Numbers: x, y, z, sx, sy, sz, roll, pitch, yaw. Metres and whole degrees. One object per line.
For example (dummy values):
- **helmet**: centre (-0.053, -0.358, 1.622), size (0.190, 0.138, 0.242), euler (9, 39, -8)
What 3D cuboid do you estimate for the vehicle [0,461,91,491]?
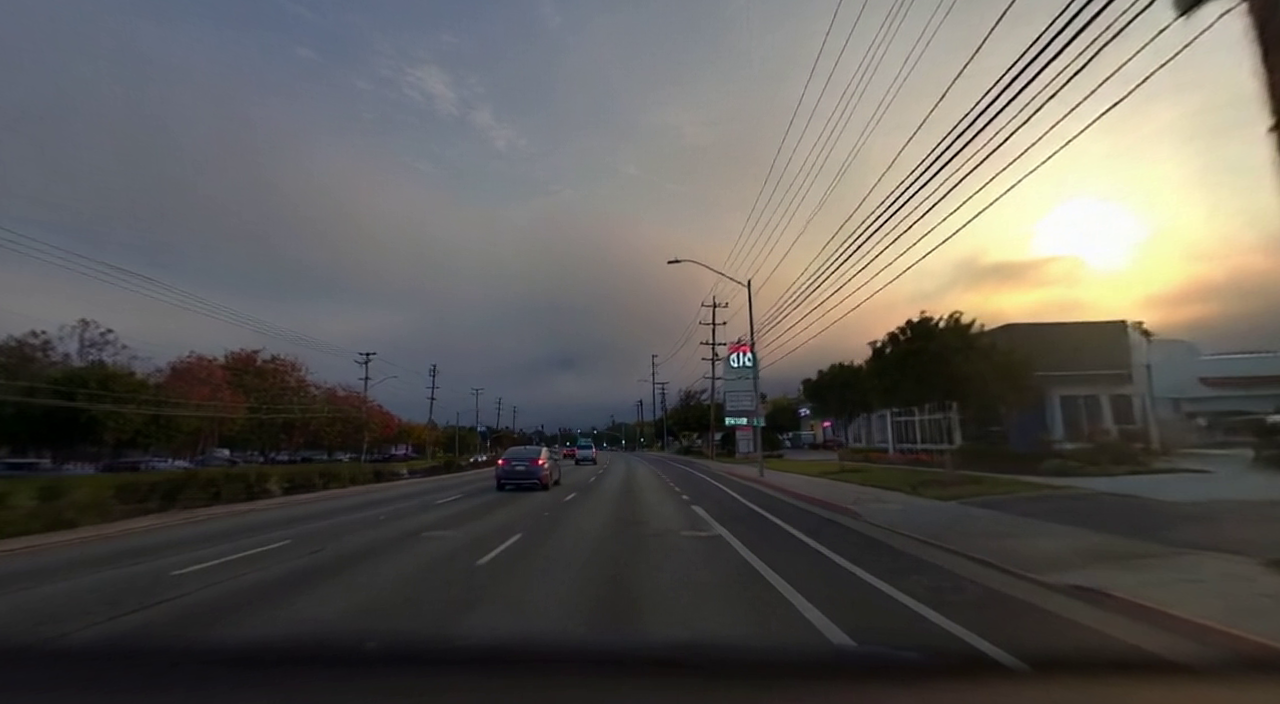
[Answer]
- **vehicle**: centre (-39.092, 7.984, 40.823), size (4.763, 1.764, 2.118), euler (5, -10, -29)

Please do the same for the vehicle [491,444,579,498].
- **vehicle**: centre (-3.163, 3.661, 19.838), size (1.942, 1.469, 4.426), euler (0, -9, 1)
